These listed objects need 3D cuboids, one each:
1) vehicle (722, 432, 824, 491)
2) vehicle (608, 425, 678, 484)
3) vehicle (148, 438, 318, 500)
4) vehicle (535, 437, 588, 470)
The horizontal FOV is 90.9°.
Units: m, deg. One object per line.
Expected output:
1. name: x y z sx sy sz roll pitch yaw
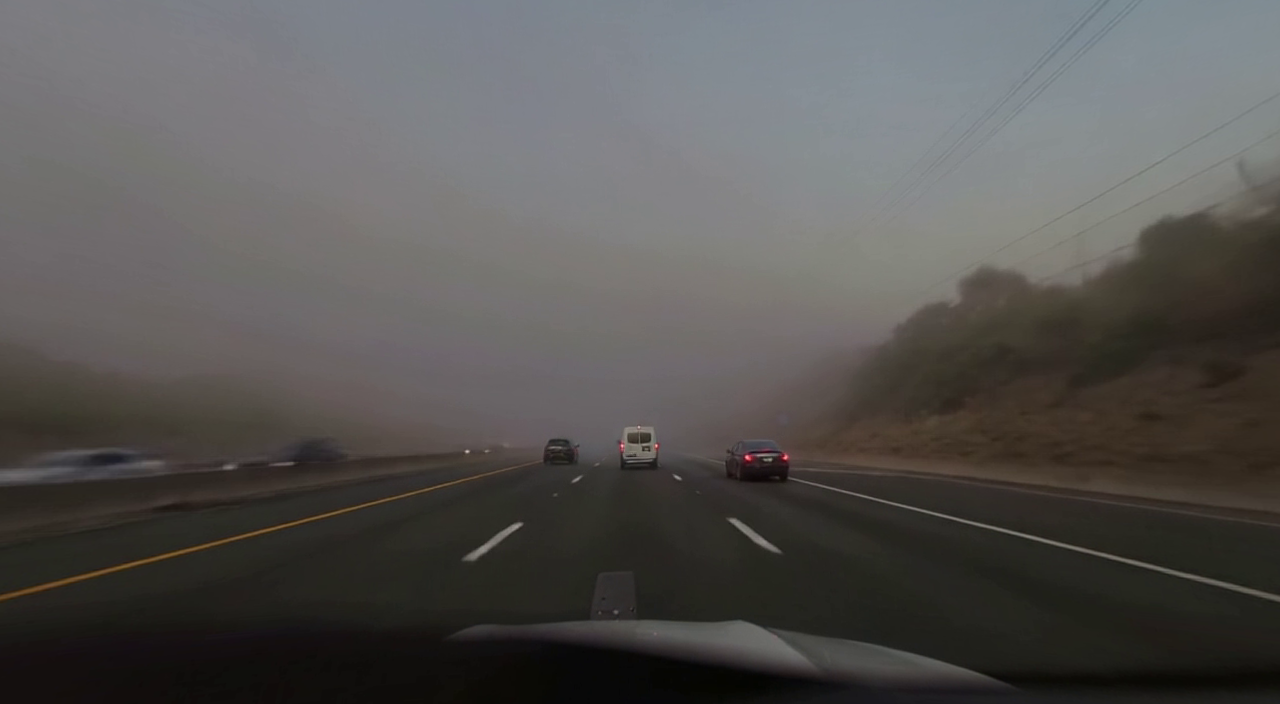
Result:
1. vehicle: 3.889 3.255 19.348 1.923 1.562 4.691 0 -8 -3
2. vehicle: 0.054 3.471 21.682 2.159 1.811 4.238 0 -8 -1
3. vehicle: -11.275 3.218 17.949 2.014 1.512 4.412 0 -8 -2
4. vehicle: -3.794 4.992 31.414 2.093 1.517 4.648 0 -8 0
